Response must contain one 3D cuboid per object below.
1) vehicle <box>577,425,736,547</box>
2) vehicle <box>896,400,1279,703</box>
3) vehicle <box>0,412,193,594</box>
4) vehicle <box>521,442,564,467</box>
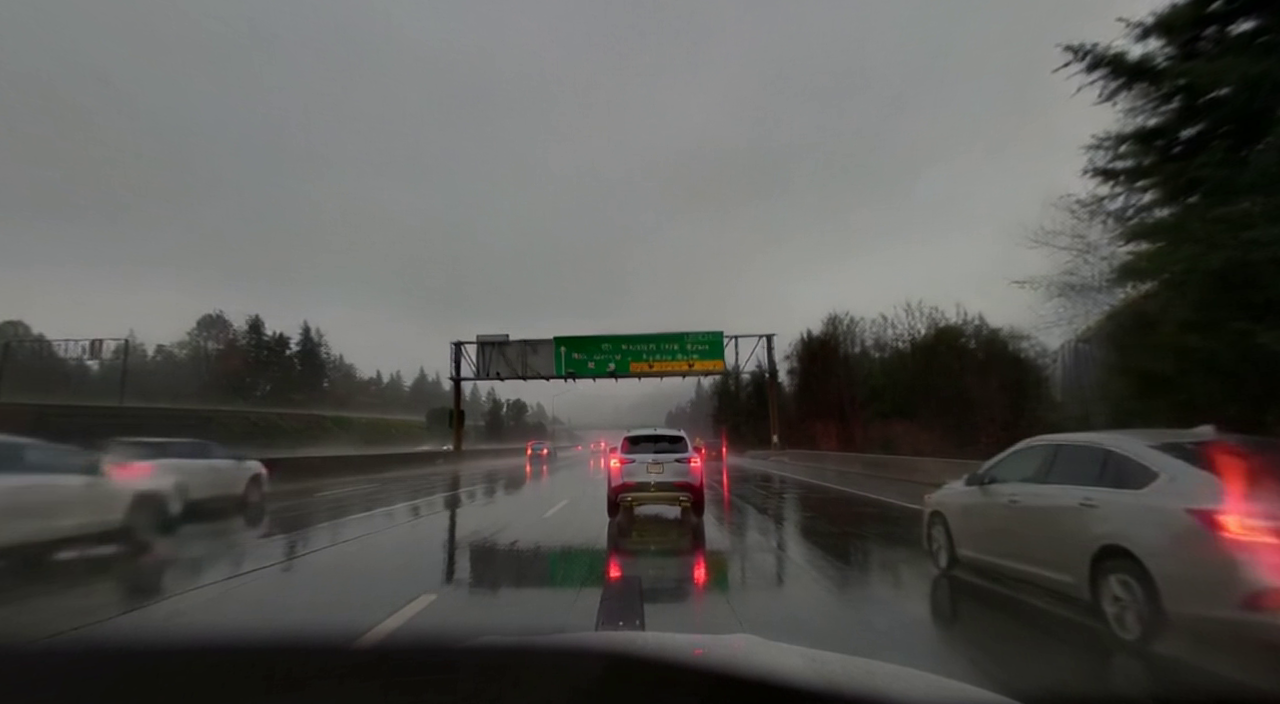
[{"bbox_3d":[0.222,2.024,10.116,2.044,1.554,3.824,0,-9,0],"label":"vehicle"},{"bbox_3d":[4.055,1.307,5.114,2.002,1.499,4.710,0,-9,0],"label":"vehicle"},{"bbox_3d":[-6.918,1.389,5.802,2.127,1.644,4.631,0,-9,1],"label":"vehicle"},{"bbox_3d":[-6.453,6.877,42.284,2.035,1.558,4.773,0,-9,2],"label":"vehicle"}]
